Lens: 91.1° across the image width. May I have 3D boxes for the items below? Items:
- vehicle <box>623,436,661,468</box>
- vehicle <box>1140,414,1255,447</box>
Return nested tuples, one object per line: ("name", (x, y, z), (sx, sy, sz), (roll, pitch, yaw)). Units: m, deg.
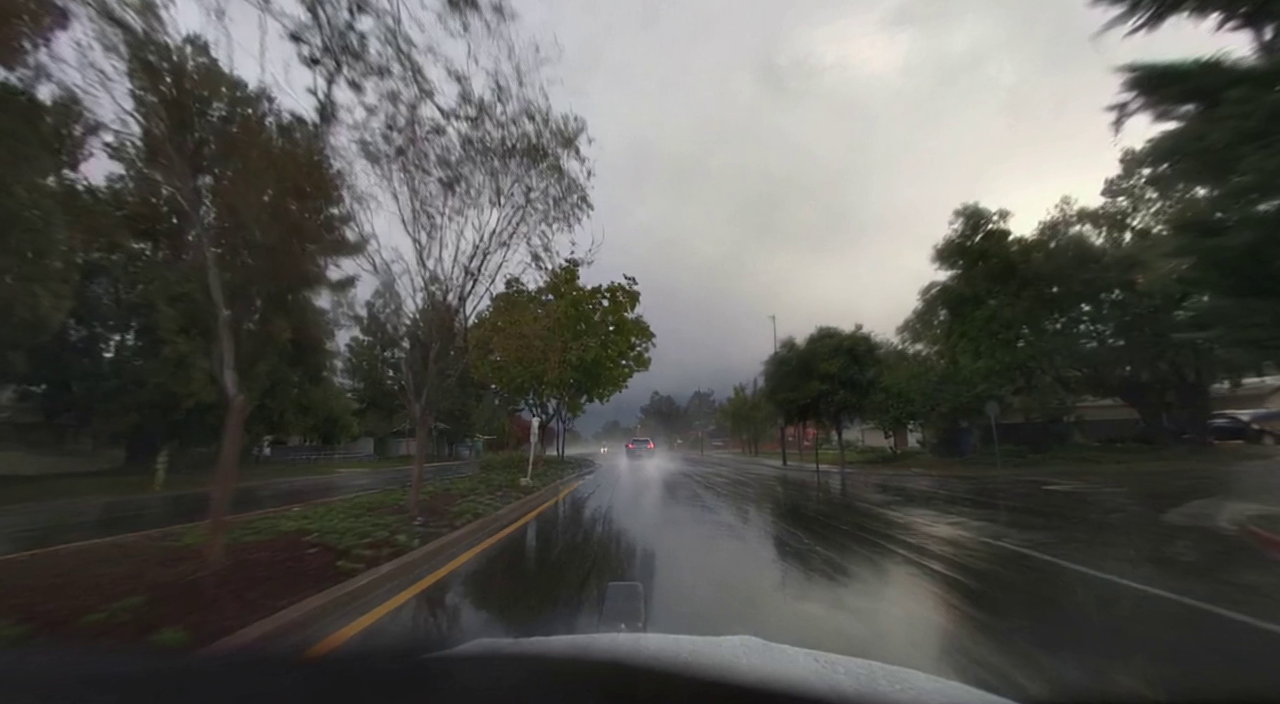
("vehicle", (0.063, 5.988, 37.706), (2.165, 1.783, 4.391), (0, -9, -2))
("vehicle", (28.549, 4.084, 32.324), (1.922, 1.590, 4.106), (1, -9, -5))
